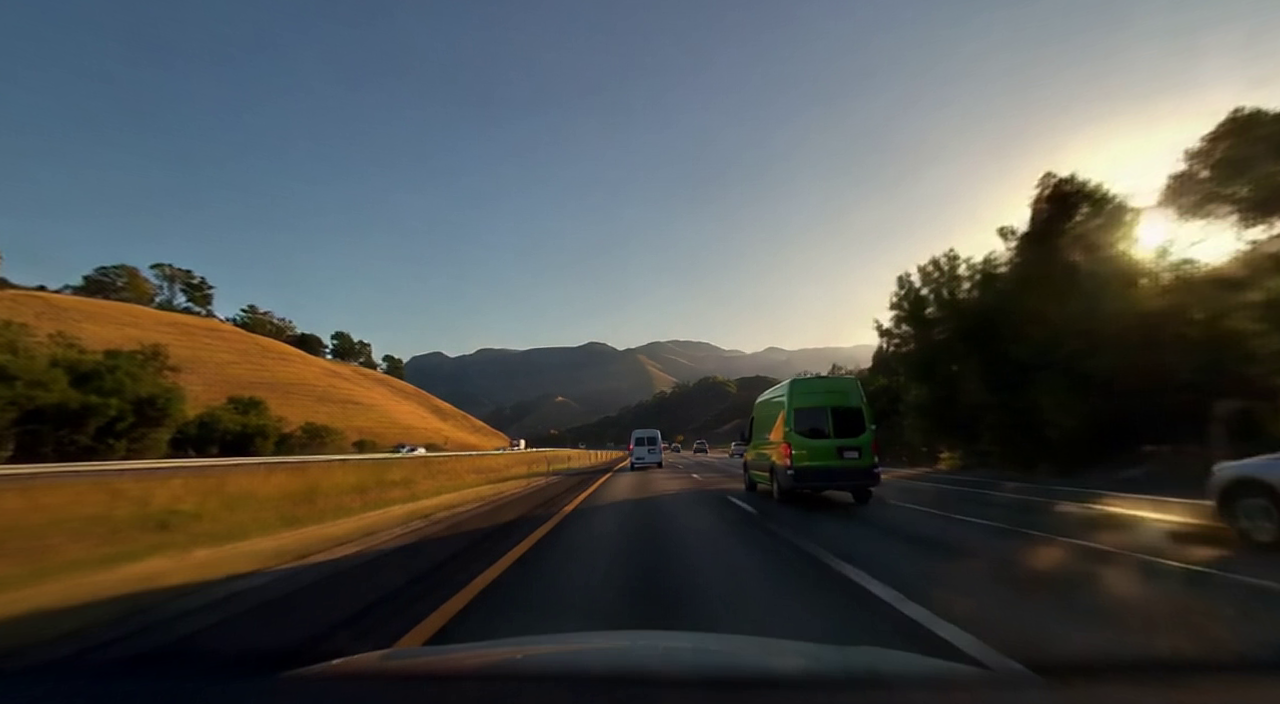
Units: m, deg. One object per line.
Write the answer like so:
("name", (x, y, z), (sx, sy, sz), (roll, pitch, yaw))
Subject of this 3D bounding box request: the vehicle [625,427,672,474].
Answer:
("vehicle", (0.391, 4.794, 30.862), (2.131, 2.122, 4.473), (0, -8, 0))

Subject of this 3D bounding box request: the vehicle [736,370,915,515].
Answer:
("vehicle", (3.893, 2.117, 14.791), (2.302, 2.670, 6.176), (0, -8, 0))

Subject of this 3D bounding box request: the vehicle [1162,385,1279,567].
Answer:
("vehicle", (7.946, 1.174, 5.714), (2.240, 1.925, 4.854), (0, -8, 0))
